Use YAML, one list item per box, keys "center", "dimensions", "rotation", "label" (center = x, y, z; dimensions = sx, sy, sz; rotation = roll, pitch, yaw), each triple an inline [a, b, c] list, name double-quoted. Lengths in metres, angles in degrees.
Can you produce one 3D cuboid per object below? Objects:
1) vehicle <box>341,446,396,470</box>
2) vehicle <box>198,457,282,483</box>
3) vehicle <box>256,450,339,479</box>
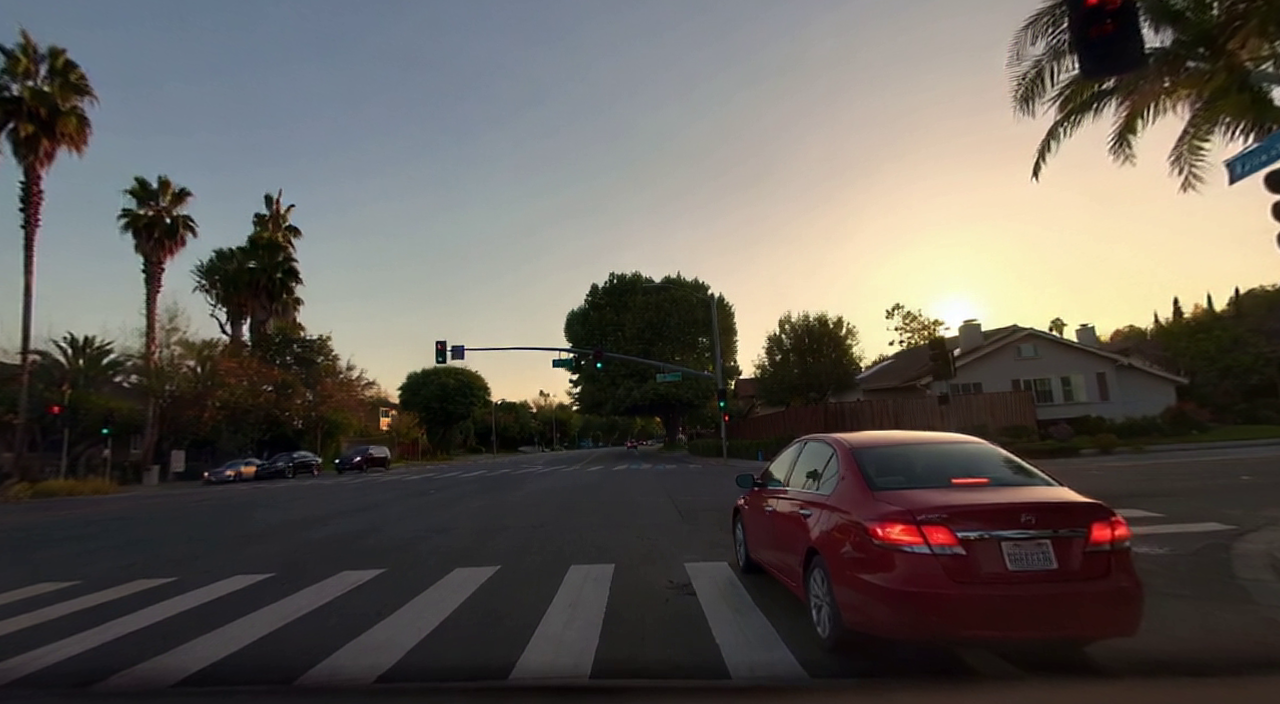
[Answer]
- center: [-19.884, 7.755, 46.531]
  dimensions: [1.929, 1.644, 4.763]
  rotation: [0, -8, 0]
  label: "vehicle"
- center: [-24.113, 7.114, 38.335]
  dimensions: [2.019, 1.427, 4.630]
  rotation: [0, -8, 2]
  label: "vehicle"
- center: [-20.045, 6.562, 37.243]
  dimensions: [2.084, 1.528, 4.778]
  rotation: [-1, -8, 2]
  label: "vehicle"
